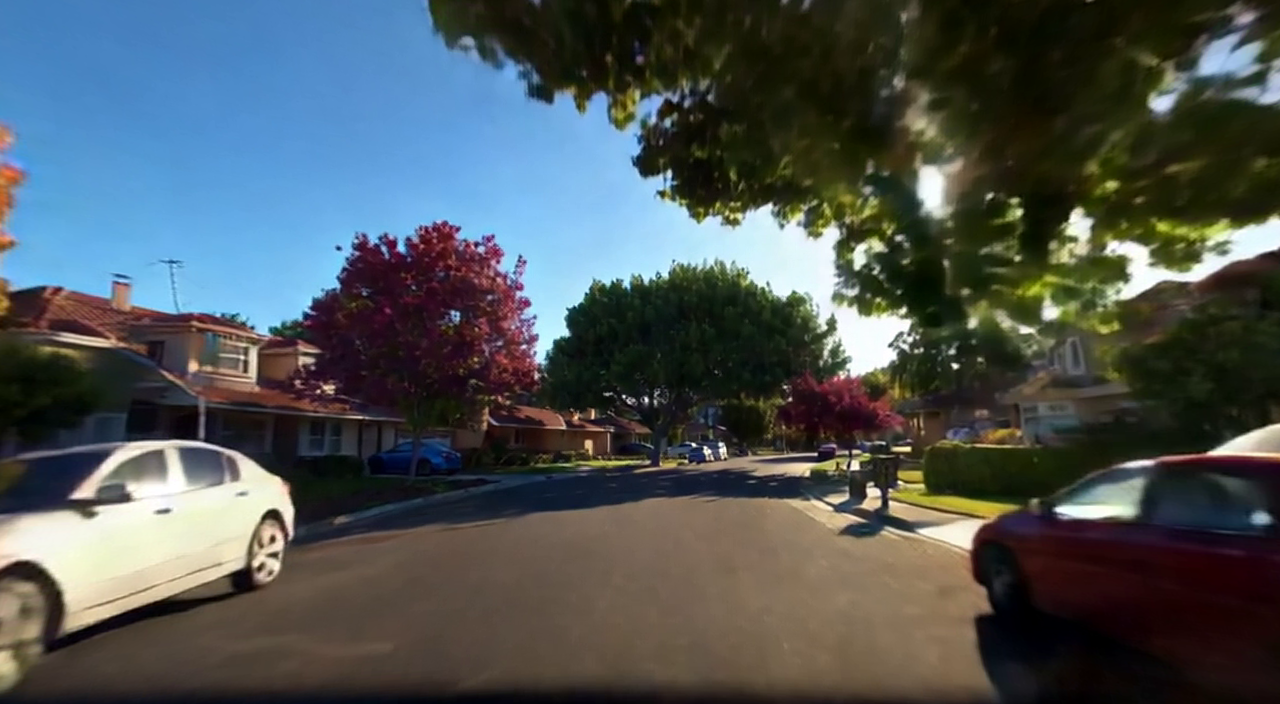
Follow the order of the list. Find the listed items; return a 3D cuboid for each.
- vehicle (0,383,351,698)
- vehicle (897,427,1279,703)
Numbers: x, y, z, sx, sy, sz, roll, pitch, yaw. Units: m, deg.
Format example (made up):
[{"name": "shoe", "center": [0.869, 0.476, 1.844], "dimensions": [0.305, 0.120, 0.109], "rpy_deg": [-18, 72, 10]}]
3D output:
[{"name": "vehicle", "center": [-4.926, 1.368, 5.440], "dimensions": [2.409, 1.815, 5.093], "rpy_deg": [0, -9, 0]}, {"name": "vehicle", "center": [3.651, 1.196, 3.730], "dimensions": [2.071, 1.463, 4.876], "rpy_deg": [0, -8, -2]}]
